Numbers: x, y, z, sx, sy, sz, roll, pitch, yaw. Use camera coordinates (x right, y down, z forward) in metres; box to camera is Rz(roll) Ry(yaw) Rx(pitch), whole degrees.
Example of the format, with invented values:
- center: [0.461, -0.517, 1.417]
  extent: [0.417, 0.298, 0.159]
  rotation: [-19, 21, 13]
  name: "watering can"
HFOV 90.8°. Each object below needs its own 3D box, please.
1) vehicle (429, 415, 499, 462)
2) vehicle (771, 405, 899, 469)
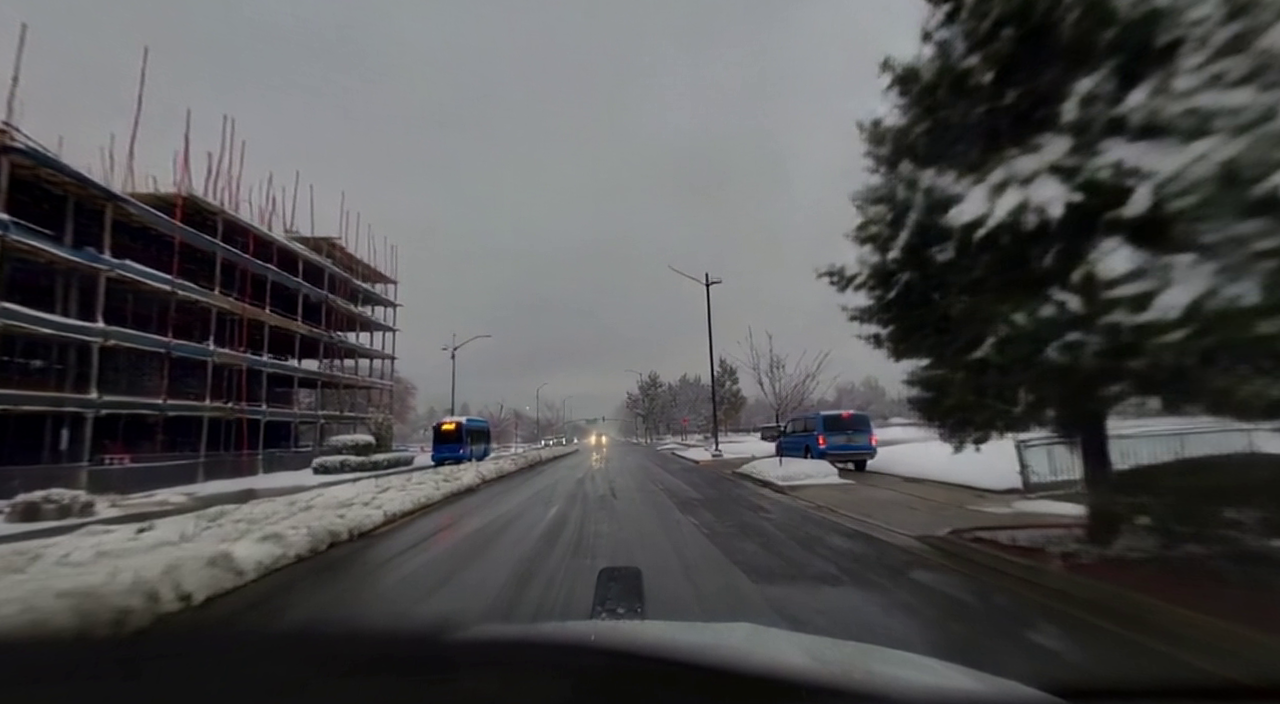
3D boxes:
- center: [-11.455, 5.728, 41.809]
  extent: [2.979, 2.803, 5.962]
  rotation: [-1, -8, -1]
  name: "vehicle"
- center: [6.531, 3.009, 22.091]
  extent: [2.267, 1.911, 5.816]
  rotation: [1, -8, -4]
  name: "vehicle"
